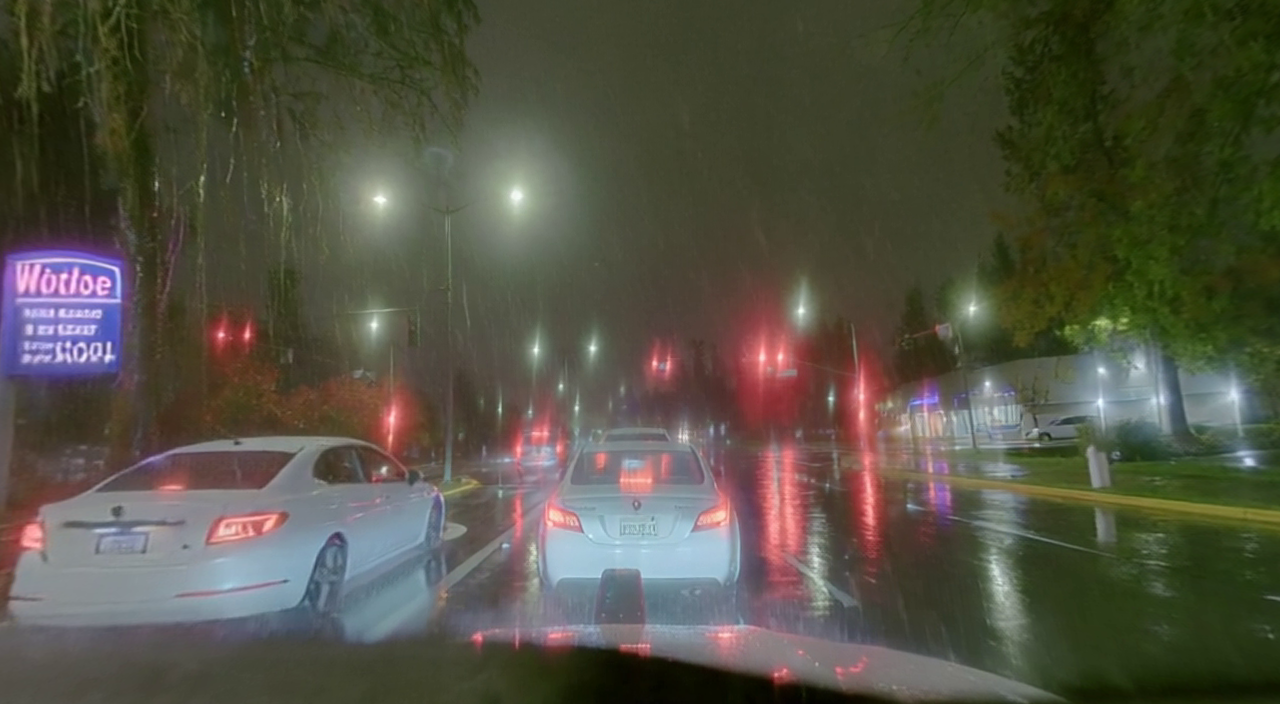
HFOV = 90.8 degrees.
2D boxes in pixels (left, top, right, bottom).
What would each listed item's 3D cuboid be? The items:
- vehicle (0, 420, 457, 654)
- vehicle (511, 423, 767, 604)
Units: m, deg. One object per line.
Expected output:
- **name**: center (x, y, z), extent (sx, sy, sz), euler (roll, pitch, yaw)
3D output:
- **vehicle**: center (-3.501, 1.521, 6.345), extent (1.961, 1.487, 4.453), euler (0, -8, 0)
- **vehicle**: center (-0.064, 1.635, 7.299), extent (2.126, 1.475, 3.967), euler (0, -8, -2)
